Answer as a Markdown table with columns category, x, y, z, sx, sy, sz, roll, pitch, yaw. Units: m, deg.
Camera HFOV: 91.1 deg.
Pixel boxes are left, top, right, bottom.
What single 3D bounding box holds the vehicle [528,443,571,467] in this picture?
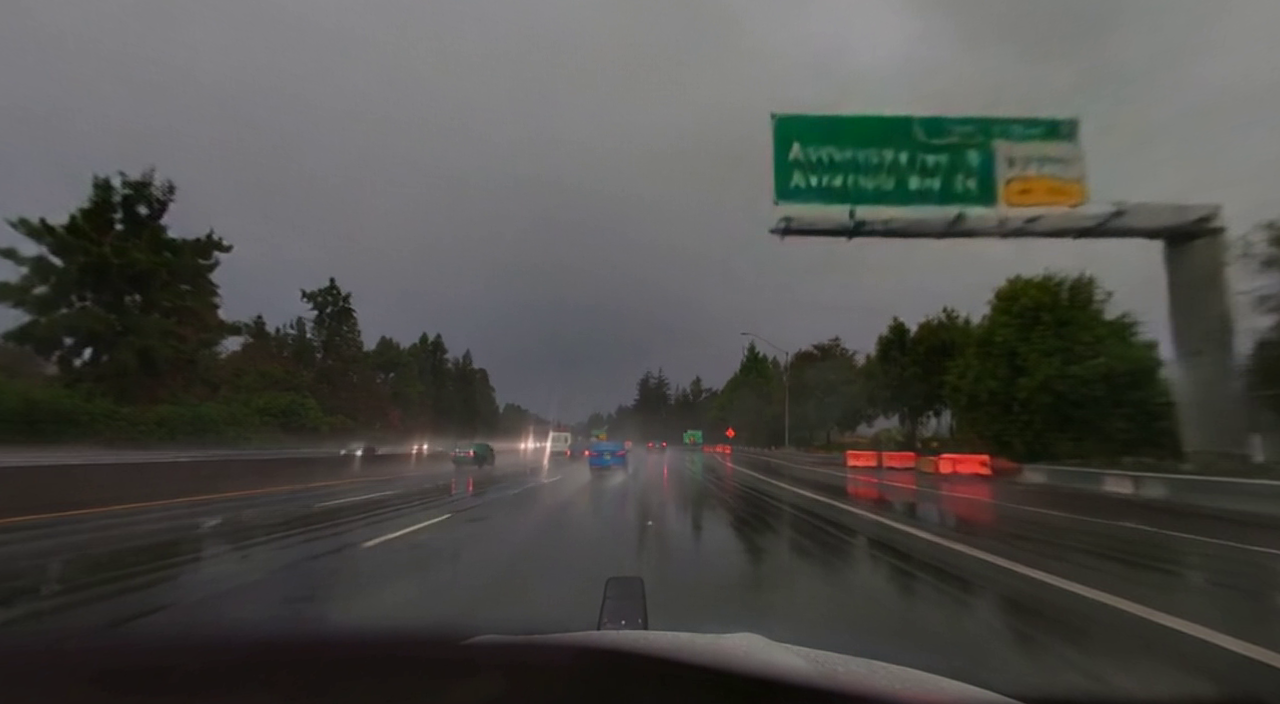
| category | x | y | z | sx | sy | sz | roll | pitch | yaw |
| --- | --- | --- | --- | --- | --- | --- | --- | --- | --- |
| vehicle | -5.588 | 6.403 | 39.260 | 1.951 | 1.439 | 4.633 | 0 | -8 | 1 |

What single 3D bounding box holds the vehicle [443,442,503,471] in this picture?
| category | x | y | z | sx | sy | sz | roll | pitch | yaw |
| --- | --- | --- | --- | --- | --- | --- | --- | --- | --- |
| vehicle | -8.966 | 5.616 | 34.082 | 1.946 | 1.472 | 4.472 | 0 | -8 | 1 |

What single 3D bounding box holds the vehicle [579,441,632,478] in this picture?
| category | x | y | z | sx | sy | sz | roll | pitch | yaw |
| --- | --- | --- | --- | --- | --- | --- | --- | --- | --- |
| vehicle | -1.407 | 4.644 | 27.409 | 1.963 | 1.462 | 4.681 | 0 | -8 | 1 |

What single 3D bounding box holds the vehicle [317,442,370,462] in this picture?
| category | x | y | z | sx | sy | sz | roll | pitch | yaw |
| --- | --- | --- | --- | --- | --- | --- | --- | --- | --- |
| vehicle | -23.185 | 7.834 | 49.258 | 1.939 | 1.504 | 4.576 | 0 | -8 | 0 |
